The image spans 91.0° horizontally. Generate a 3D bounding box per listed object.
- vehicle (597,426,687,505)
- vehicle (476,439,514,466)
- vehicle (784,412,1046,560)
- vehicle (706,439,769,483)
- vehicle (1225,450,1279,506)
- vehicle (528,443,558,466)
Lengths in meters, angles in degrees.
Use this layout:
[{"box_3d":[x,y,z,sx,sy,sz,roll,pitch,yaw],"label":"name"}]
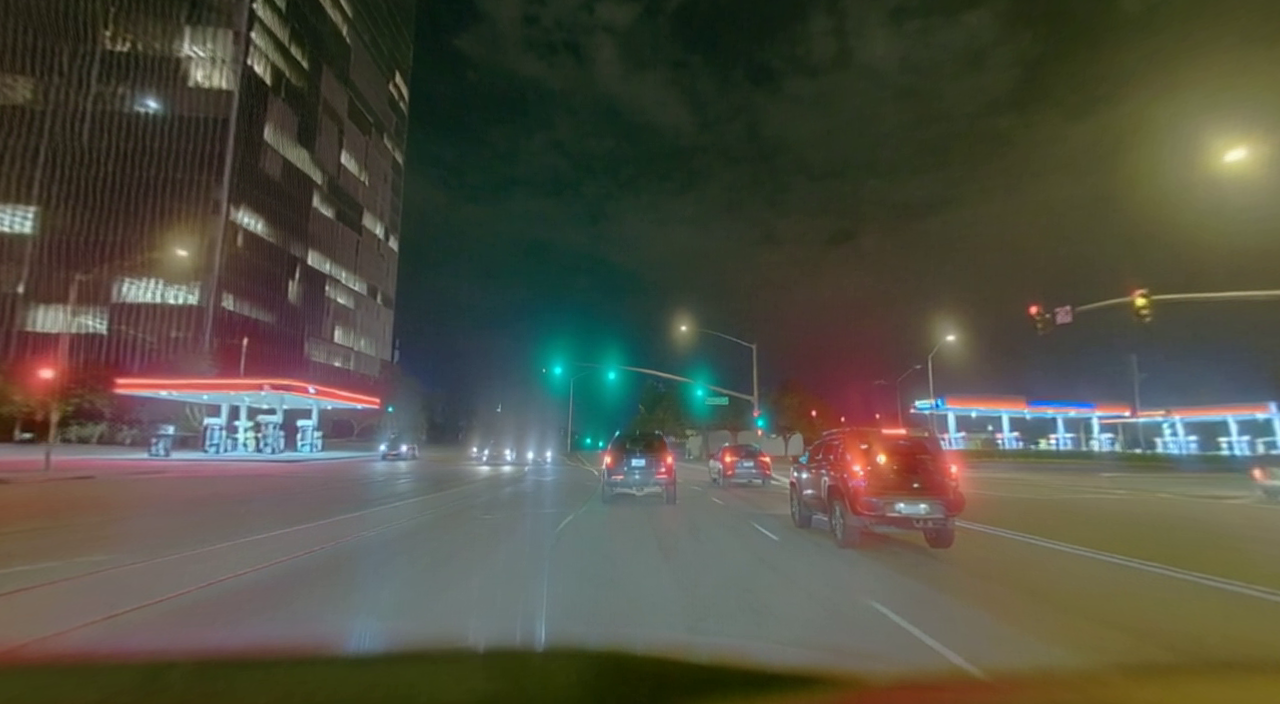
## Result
[{"box_3d":[0.004,2.916,16.577,2.051,1.798,4.168,0,-8,-1],"label":"vehicle"},{"box_3d":[-9.722,6.749,42.446,1.992,1.755,4.283,1,-8,-7],"label":"vehicle"},{"box_3d":[3.762,1.904,9.653,2.000,1.745,4.206,0,-8,-2],"label":"vehicle"},{"box_3d":[3.797,4.303,25.085,1.800,1.592,3.658,0,-8,-2],"label":"vehicle"},{"box_3d":[18.975,3.662,18.674,2.057,1.473,4.462,-7,-11,40],"label":"vehicle"},{"box_3d":[-6.865,7.236,44.687,1.987,1.505,4.337,1,-8,-8],"label":"vehicle"}]
